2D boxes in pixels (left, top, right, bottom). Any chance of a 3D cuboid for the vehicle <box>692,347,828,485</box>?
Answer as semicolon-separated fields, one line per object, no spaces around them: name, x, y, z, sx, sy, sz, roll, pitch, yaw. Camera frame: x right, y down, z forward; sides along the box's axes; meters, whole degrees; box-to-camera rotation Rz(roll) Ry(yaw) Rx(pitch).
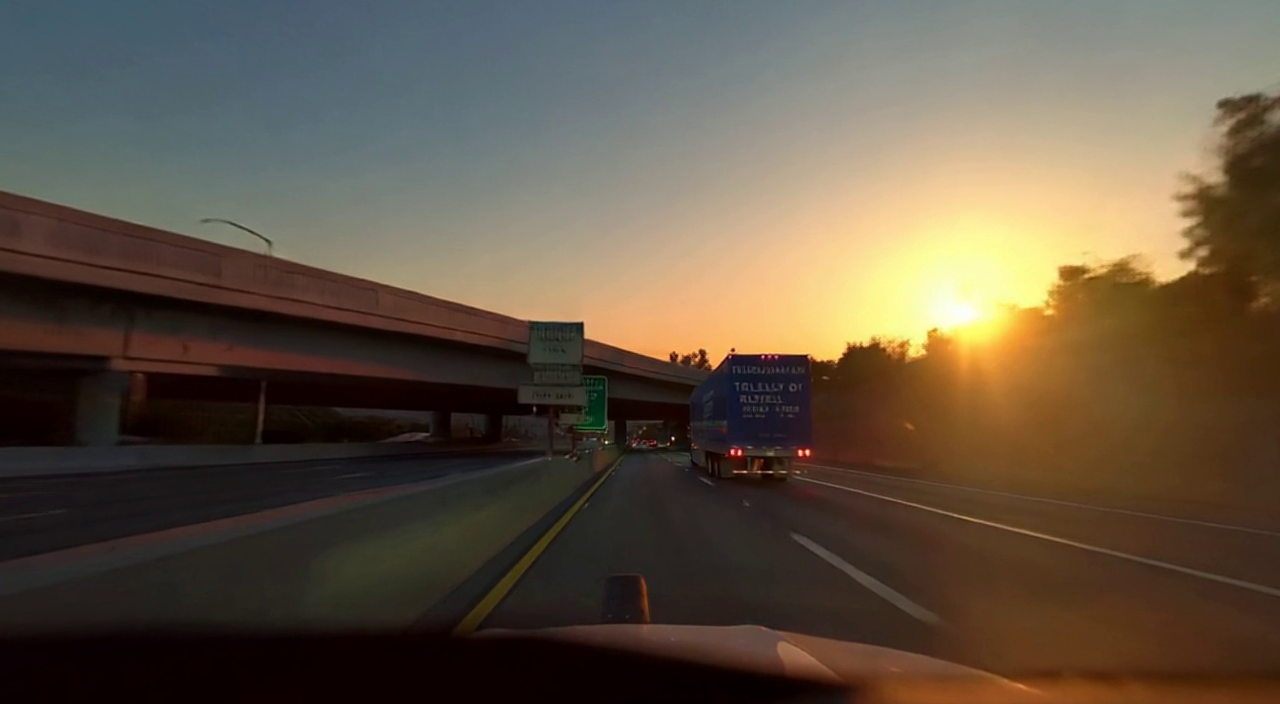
vehicle;4.101;2.873;25.661;3.006;4.093;14.142;0;-8;1
